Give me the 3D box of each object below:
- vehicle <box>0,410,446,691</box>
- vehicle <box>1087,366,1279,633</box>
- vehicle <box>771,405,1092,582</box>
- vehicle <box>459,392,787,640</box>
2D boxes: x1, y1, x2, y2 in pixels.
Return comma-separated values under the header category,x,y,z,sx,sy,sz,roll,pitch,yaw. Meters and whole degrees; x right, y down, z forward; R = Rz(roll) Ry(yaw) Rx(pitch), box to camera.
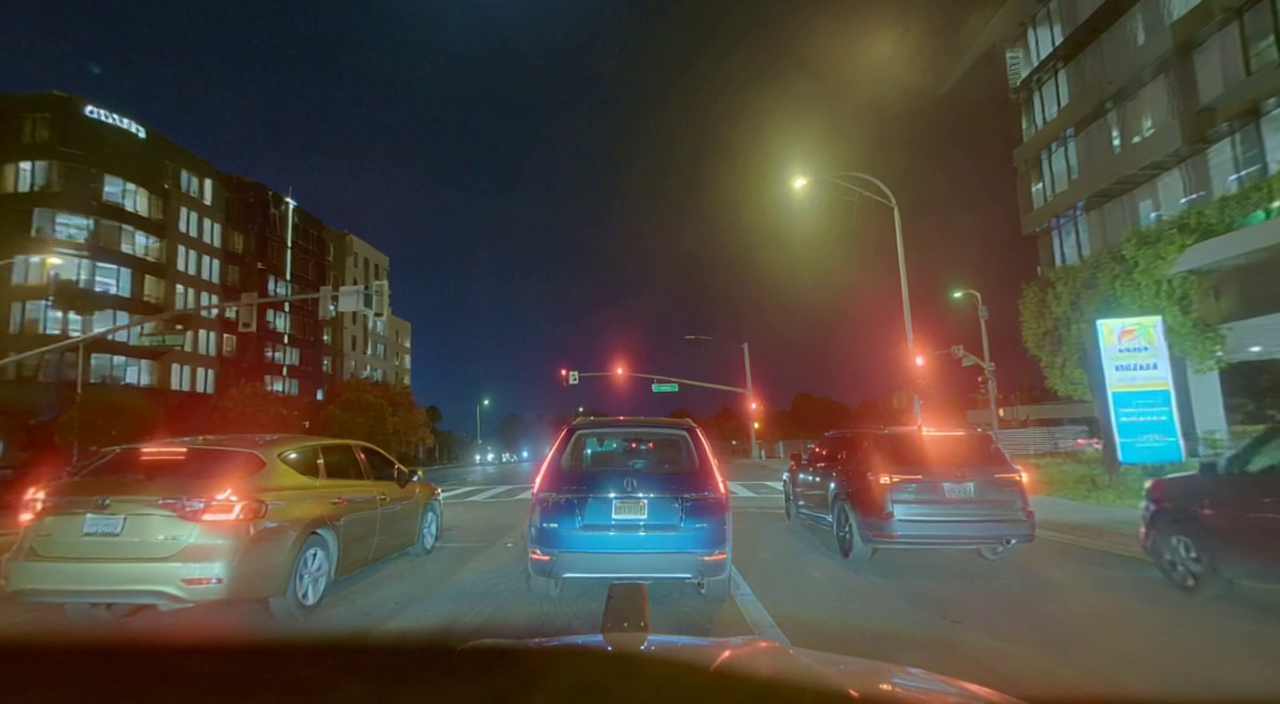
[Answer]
category,x,y,z,sx,sy,sz,roll,pitch,yaw
vehicle,-3.548,1.426,5.818,1.906,1.524,4.547,0,-8,2
vehicle,5.353,0.983,4.116,2.081,1.790,4.839,-2,-9,12
vehicle,3.217,1.666,8.260,2.004,1.646,4.554,0,-8,0
vehicle,-0.127,1.417,6.444,2.195,1.662,4.262,0,-8,0
